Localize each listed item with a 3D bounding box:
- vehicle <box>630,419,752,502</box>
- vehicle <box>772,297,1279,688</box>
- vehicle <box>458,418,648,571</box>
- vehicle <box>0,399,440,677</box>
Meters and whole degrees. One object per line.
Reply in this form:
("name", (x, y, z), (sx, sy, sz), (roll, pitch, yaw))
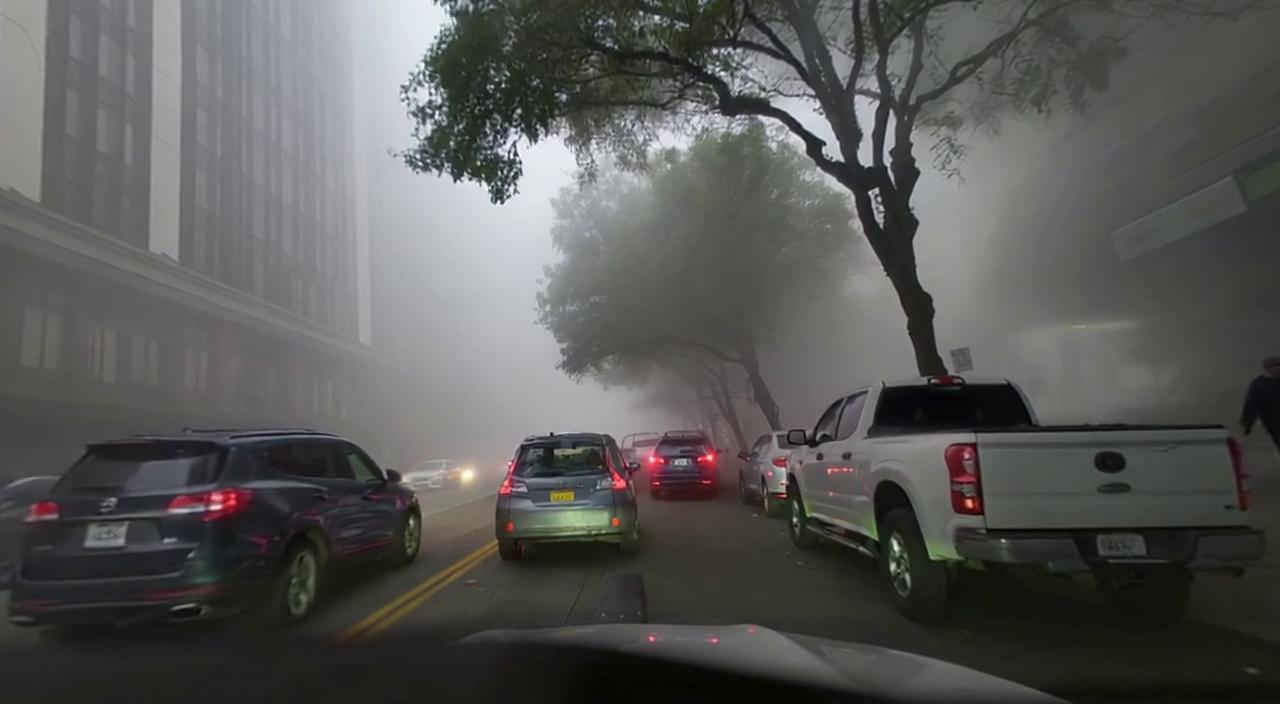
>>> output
("vehicle", (1.593, 2.952, 17.623), (2.352, 1.953, 4.798), (-3, -9, 17))
("vehicle", (2.997, 1.101, 6.035), (2.225, 2.070, 5.264), (0, -8, -1))
("vehicle", (-0.932, 1.865, 8.996), (2.076, 1.667, 3.948), (0, -8, 1))
("vehicle", (-3.868, 1.572, 6.573), (2.000, 1.818, 4.668), (0, -8, 0))
